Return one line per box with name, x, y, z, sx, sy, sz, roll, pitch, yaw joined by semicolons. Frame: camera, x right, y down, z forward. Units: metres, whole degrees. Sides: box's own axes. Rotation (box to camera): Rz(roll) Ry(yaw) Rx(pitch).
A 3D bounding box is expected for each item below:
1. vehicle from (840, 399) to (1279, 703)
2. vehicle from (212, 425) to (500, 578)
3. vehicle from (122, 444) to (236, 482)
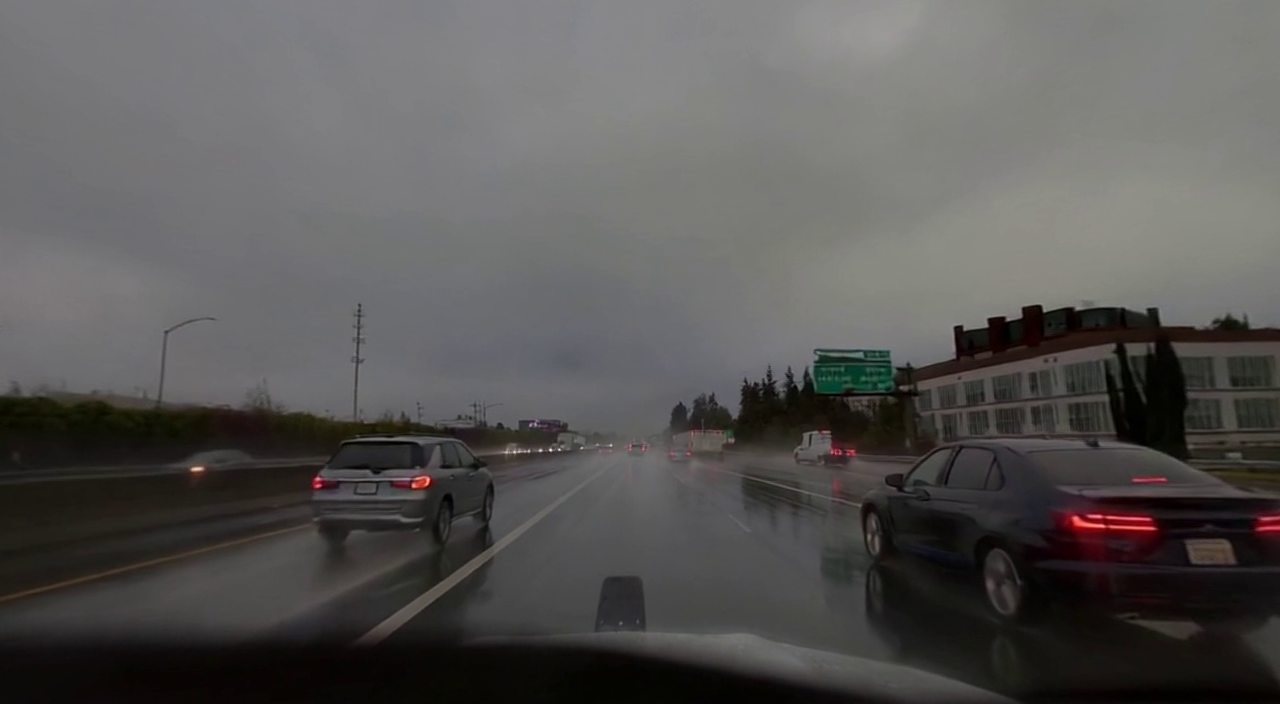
vehicle;3.399;1.314;5.209;1.987;1.509;4.512;0;-9;0
vehicle;-3.393;1.863;8.714;1.879;1.526;4.483;0;-9;0
vehicle;-22.961;5.512;31.773;1.881;1.719;5.096;0;-9;-1
